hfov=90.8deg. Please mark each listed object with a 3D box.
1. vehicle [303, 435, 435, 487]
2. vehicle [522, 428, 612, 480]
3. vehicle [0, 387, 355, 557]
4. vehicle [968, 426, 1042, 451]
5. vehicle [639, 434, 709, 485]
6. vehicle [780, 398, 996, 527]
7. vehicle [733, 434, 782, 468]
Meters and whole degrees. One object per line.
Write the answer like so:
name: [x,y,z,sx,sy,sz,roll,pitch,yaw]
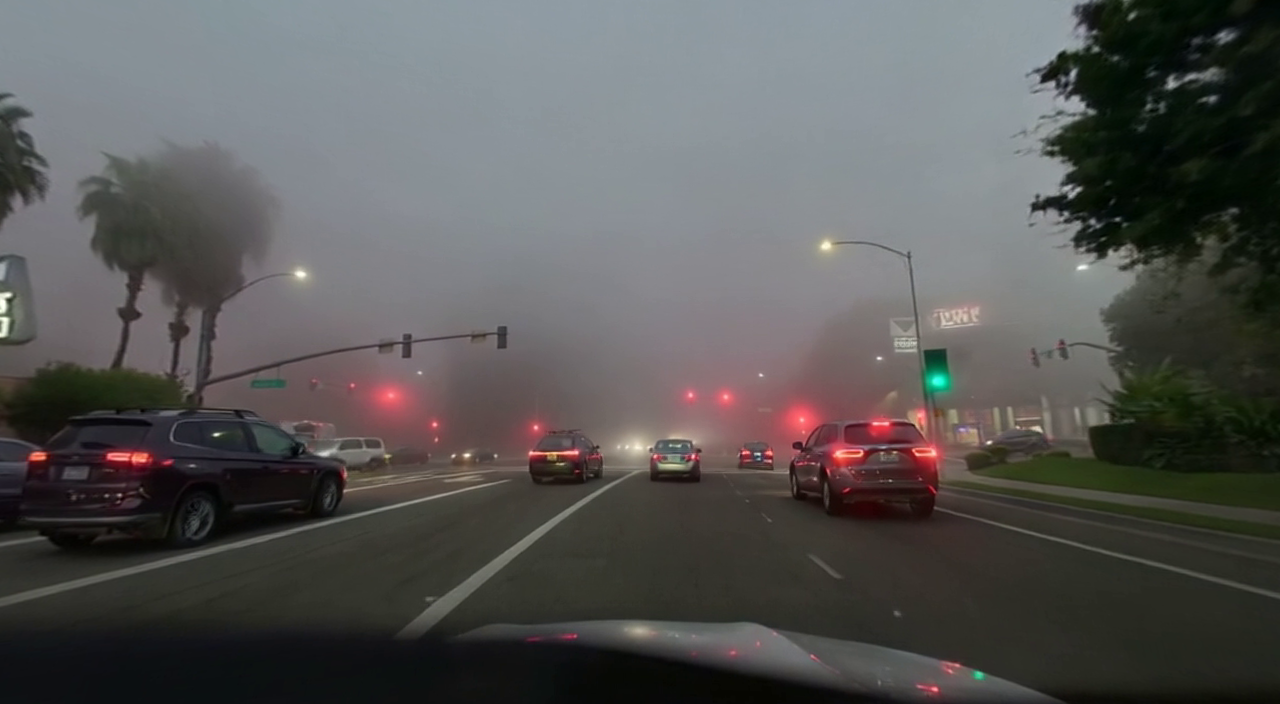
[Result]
vehicle: [-8.593,3.480,20.551,2.017,1.472,4.418,-1,-8,6]
vehicle: [-2.625,3.841,24.066,2.088,1.746,4.650,-2,-9,11]
vehicle: [-6.546,1.682,9.481,2.127,1.888,4.637,-1,-8,3]
vehicle: [28.723,6.878,49.866,4.557,1.848,2.008,-2,-9,12]
vehicle: [1.121,3.470,20.601,2.057,1.492,3.825,-1,-8,4]
vehicle: [4.295,2.038,12.130,2.267,1.931,5.145,-1,-8,3]
vehicle: [5.703,4.862,31.043,2.149,1.532,4.168,-2,-8,9]
